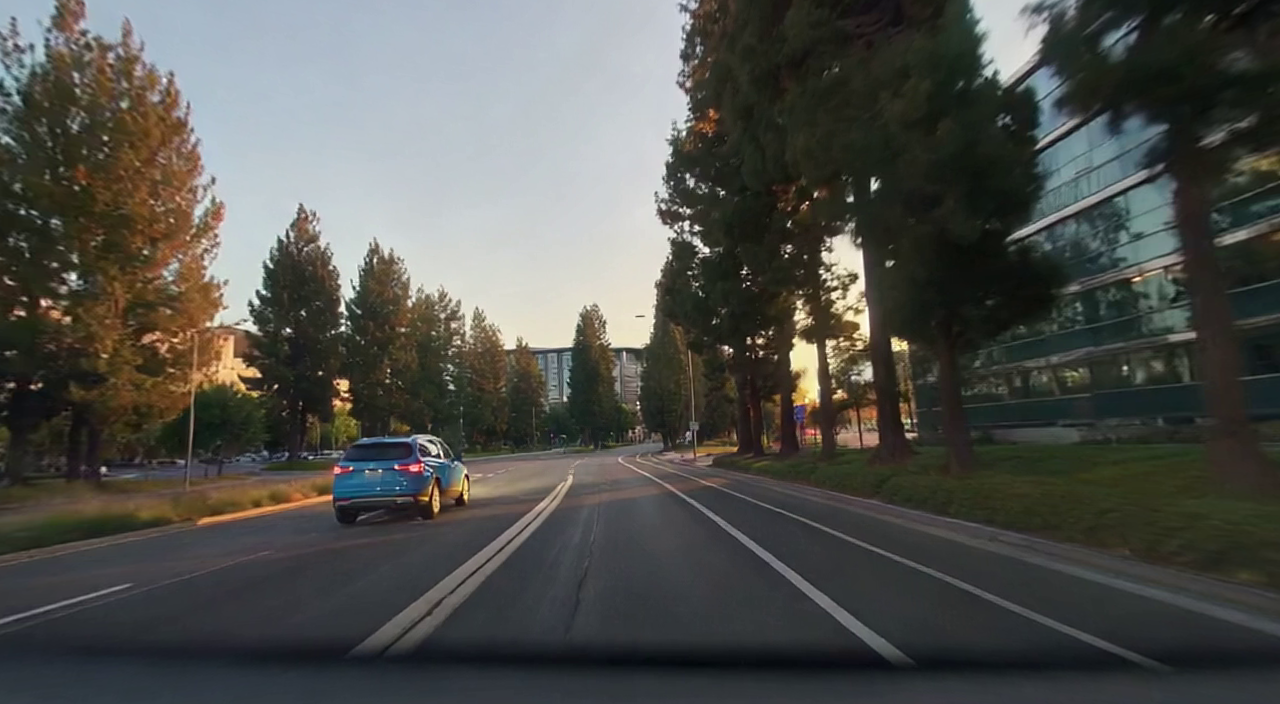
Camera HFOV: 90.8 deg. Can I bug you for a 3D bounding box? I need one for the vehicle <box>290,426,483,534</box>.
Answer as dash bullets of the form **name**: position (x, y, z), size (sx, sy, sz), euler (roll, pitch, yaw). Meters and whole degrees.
- **vehicle**: position (-4.652, 2.407, 12.480), size (2.121, 1.724, 4.392), euler (0, -9, -2)
